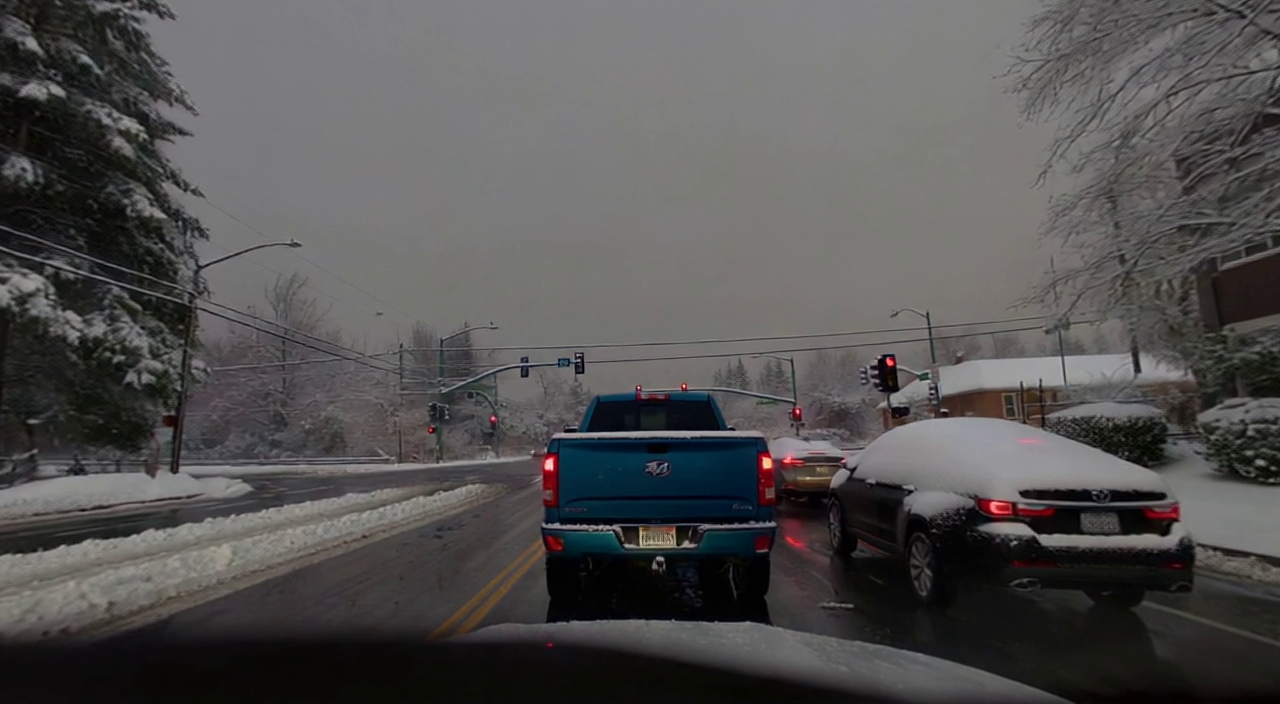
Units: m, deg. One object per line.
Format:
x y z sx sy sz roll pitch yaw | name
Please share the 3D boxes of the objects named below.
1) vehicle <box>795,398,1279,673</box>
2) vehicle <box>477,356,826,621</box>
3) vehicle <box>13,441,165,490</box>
3.333 1.498 6.496 2.155 1.667 5.162 0 -8 0 | vehicle
0.109 1.426 7.582 2.636 2.011 5.425 0 -8 1 | vehicle
-21.748 4.458 25.193 2.062 1.764 4.508 0 -8 -2 | vehicle
